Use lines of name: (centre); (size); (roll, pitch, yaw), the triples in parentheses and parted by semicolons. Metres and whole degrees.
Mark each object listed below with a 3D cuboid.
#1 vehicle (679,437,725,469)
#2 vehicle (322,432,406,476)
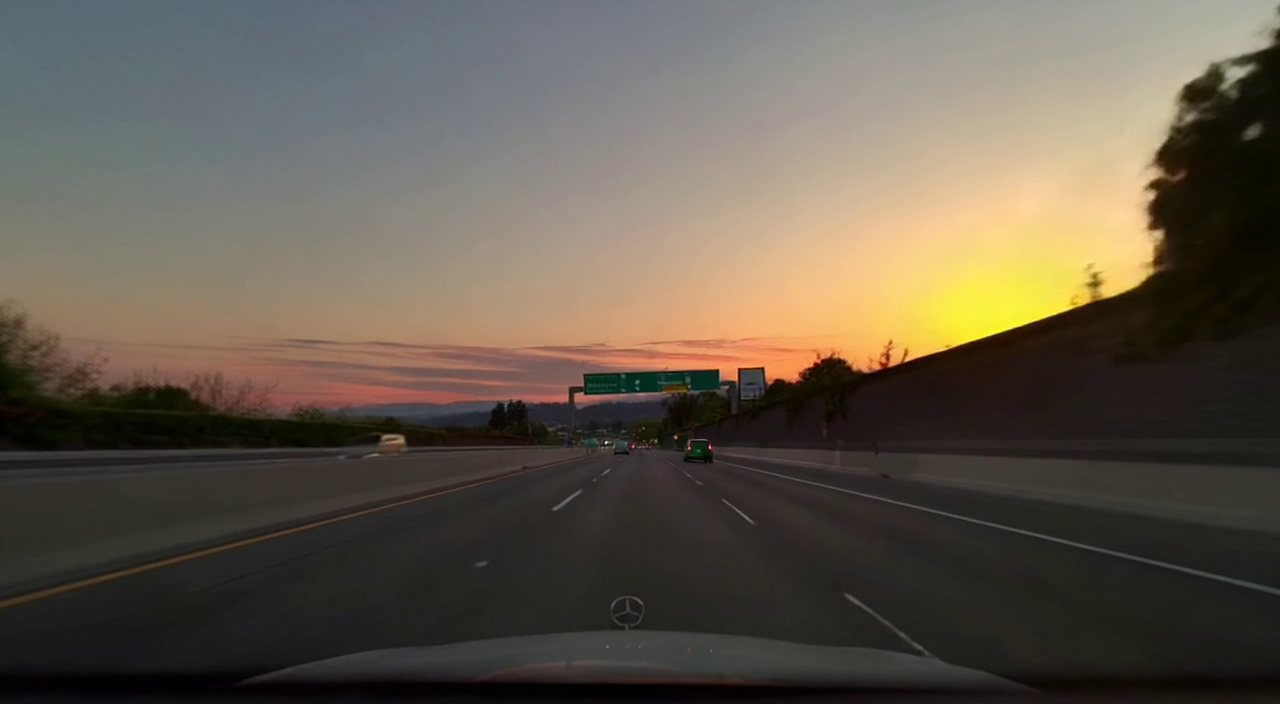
vehicle: (3.459, 5.697, 35.687); (2.202, 1.682, 4.188); (0, -8, 0)
vehicle: (-16.904, 6.291, 38.863); (2.402, 2.484, 5.996); (0, -8, 1)
